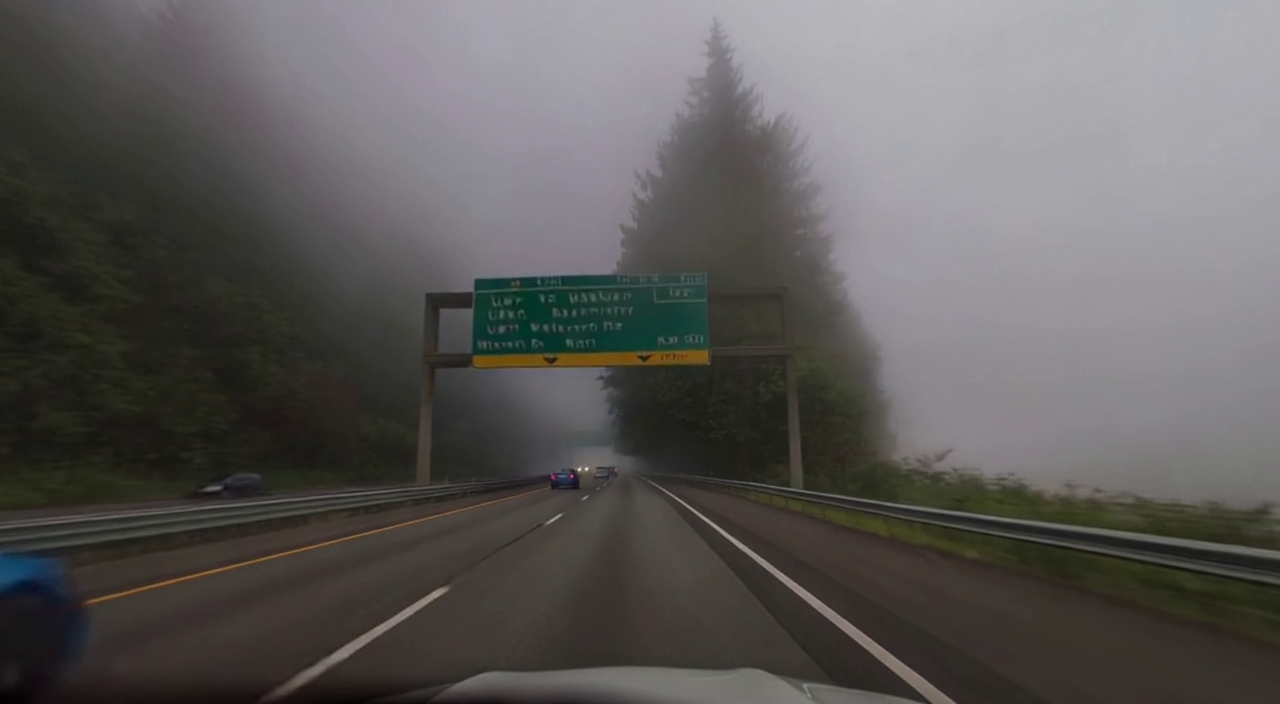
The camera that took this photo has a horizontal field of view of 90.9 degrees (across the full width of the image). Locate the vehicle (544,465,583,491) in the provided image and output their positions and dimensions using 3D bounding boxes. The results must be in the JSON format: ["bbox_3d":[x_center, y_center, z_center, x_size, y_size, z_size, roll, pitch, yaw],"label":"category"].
[{"bbox_3d":[-4.754,7.920,39.692,1.995,1.467,4.467,1,-10,-1],"label":"vehicle"}]

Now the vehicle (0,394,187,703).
[{"bbox_3d":[-4.058,0.780,1.685,2.117,1.635,4.750,1,-10,0],"label":"vehicle"}]

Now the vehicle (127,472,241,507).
[{"bbox_3d":[-20.589,6.212,28.743,1.754,1.417,4.619,1,-11,0],"label":"vehicle"}]
